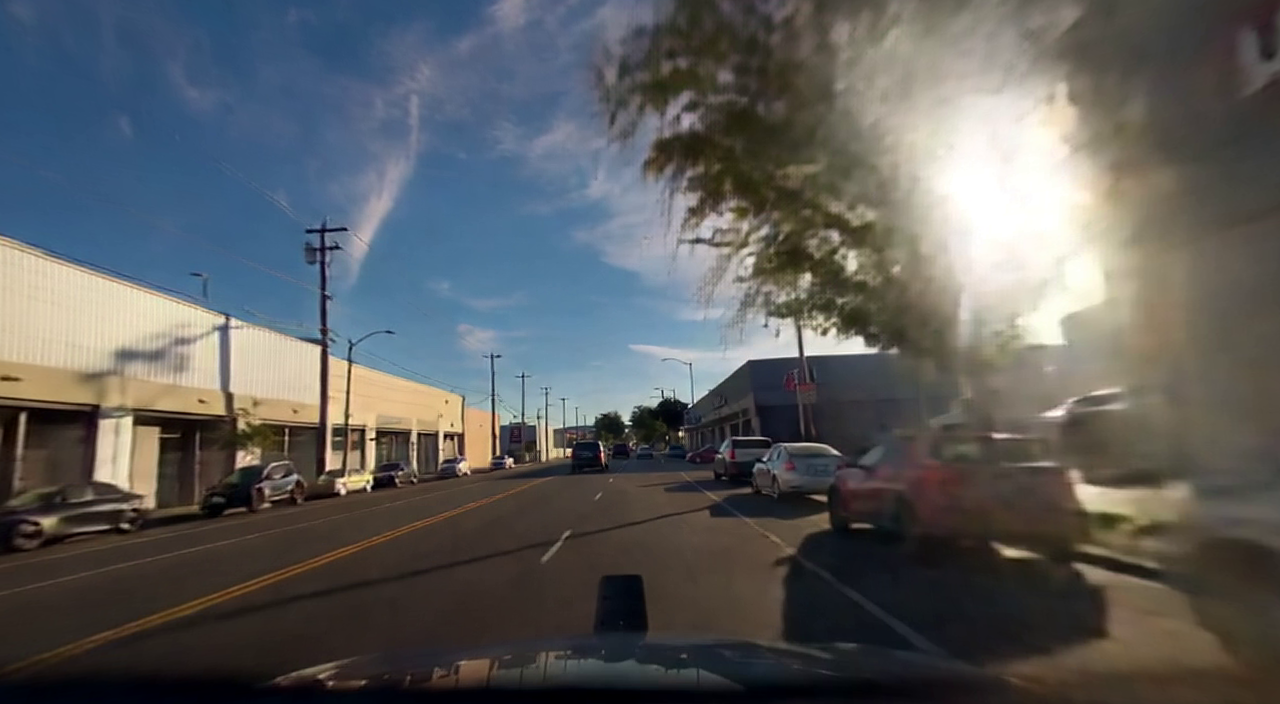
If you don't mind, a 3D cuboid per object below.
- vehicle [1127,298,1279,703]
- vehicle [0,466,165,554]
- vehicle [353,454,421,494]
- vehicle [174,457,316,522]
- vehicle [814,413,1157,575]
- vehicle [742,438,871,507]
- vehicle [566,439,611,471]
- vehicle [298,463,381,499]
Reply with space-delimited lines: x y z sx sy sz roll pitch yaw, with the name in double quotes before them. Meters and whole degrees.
"vehicle" 3.762 0.423 0.682 2.180 1.847 5.196 0 -9 -2
"vehicle" -15.164 4.080 16.547 2.020 1.695 4.629 -6 -7 -2
"vehicle" -15.022 7.211 37.797 2.081 1.791 4.799 -6 -7 -1
"vehicle" -15.310 5.297 24.962 2.124 1.835 5.450 -6 -7 0
"vehicle" 3.936 1.682 8.190 2.149 1.563 3.880 0 -9 -1
"vehicle" 3.915 2.915 15.754 1.862 1.451 4.544 0 -9 -1
"vehicle" -3.211 6.504 40.080 2.348 1.831 4.737 0 -8 1
"vehicle" -15.170 6.522 32.191 2.049 1.496 4.338 -1 -8 1
